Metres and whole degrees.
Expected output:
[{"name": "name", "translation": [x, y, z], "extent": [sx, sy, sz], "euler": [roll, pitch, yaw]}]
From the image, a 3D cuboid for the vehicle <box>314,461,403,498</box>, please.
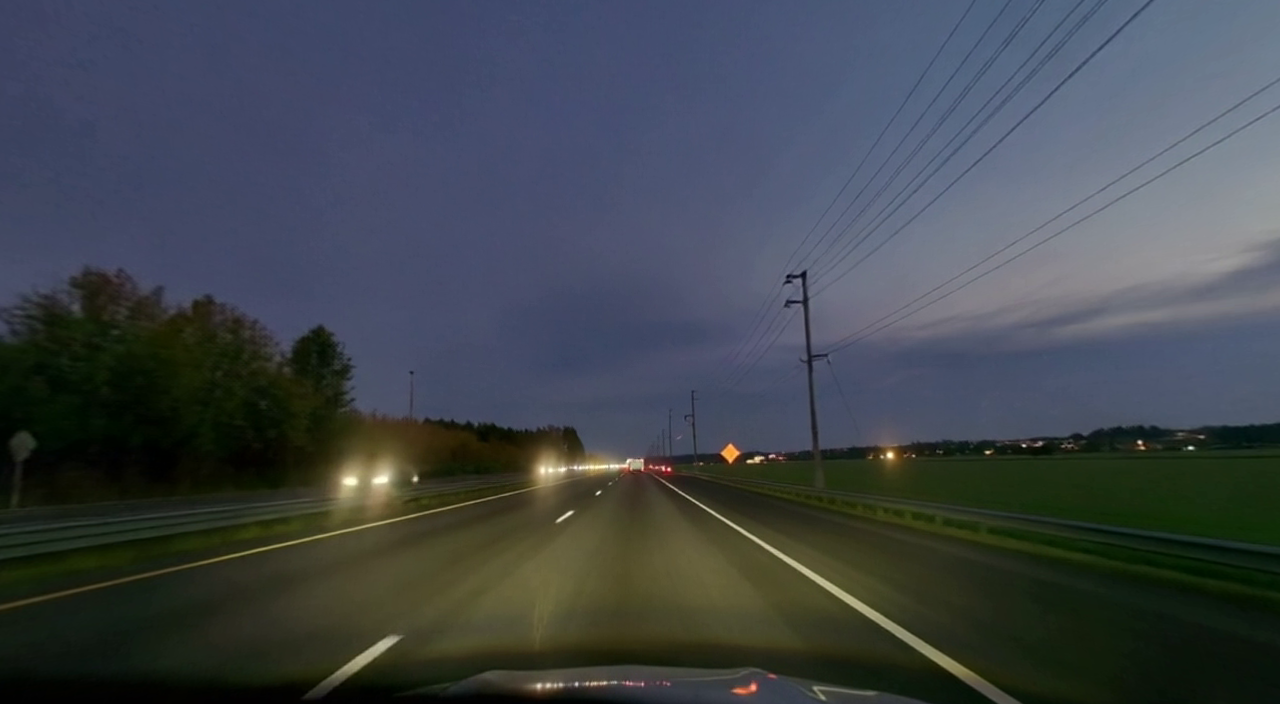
[{"name": "vehicle", "translation": [-12.038, 5.478, 27.279], "extent": [1.908, 1.412, 4.119], "euler": [1, -10, 0]}]
